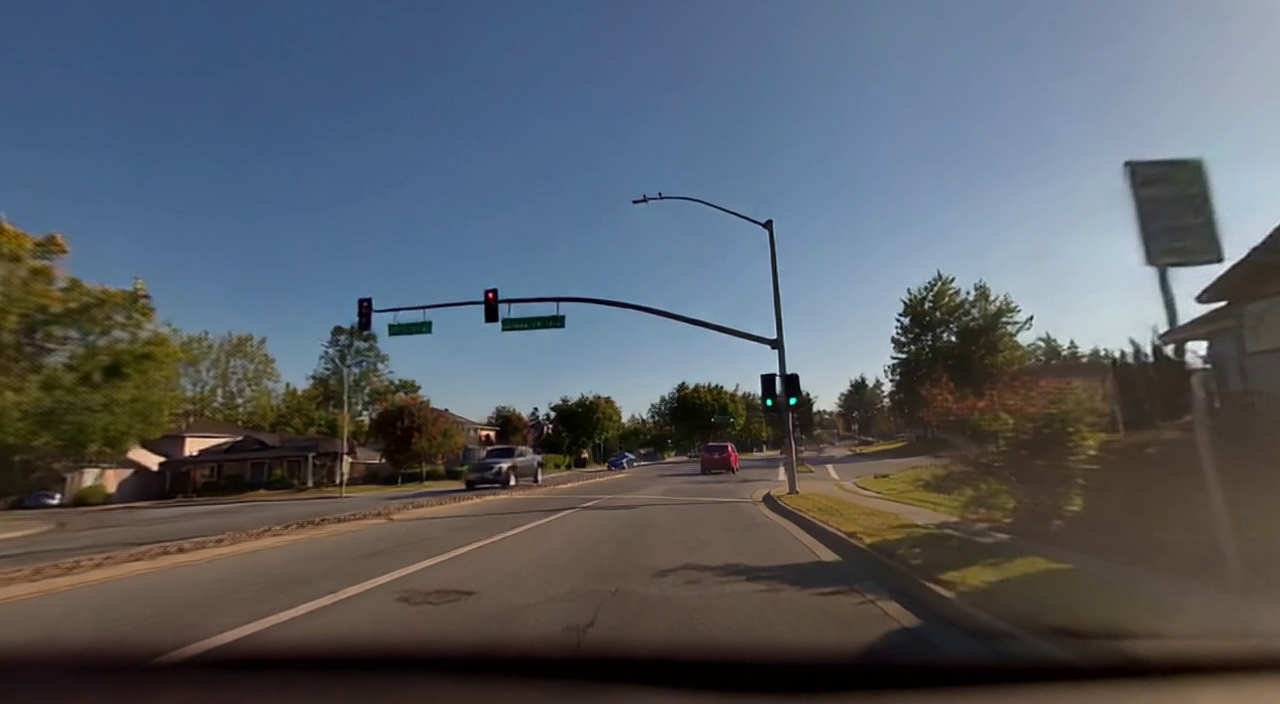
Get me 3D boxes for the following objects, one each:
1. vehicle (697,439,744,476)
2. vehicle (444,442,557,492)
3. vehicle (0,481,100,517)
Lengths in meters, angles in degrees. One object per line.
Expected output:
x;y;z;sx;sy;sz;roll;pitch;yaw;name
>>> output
4.573;5.847;35.182;2.059;1.908;4.714;-2;-9;13;vehicle
-6.344;5.340;29.846;2.369;2.041;6.995;-2;-9;13;vehicle
-32.456;7.812;33.616;4.697;1.691;2.486;1;-9;-7;vehicle
